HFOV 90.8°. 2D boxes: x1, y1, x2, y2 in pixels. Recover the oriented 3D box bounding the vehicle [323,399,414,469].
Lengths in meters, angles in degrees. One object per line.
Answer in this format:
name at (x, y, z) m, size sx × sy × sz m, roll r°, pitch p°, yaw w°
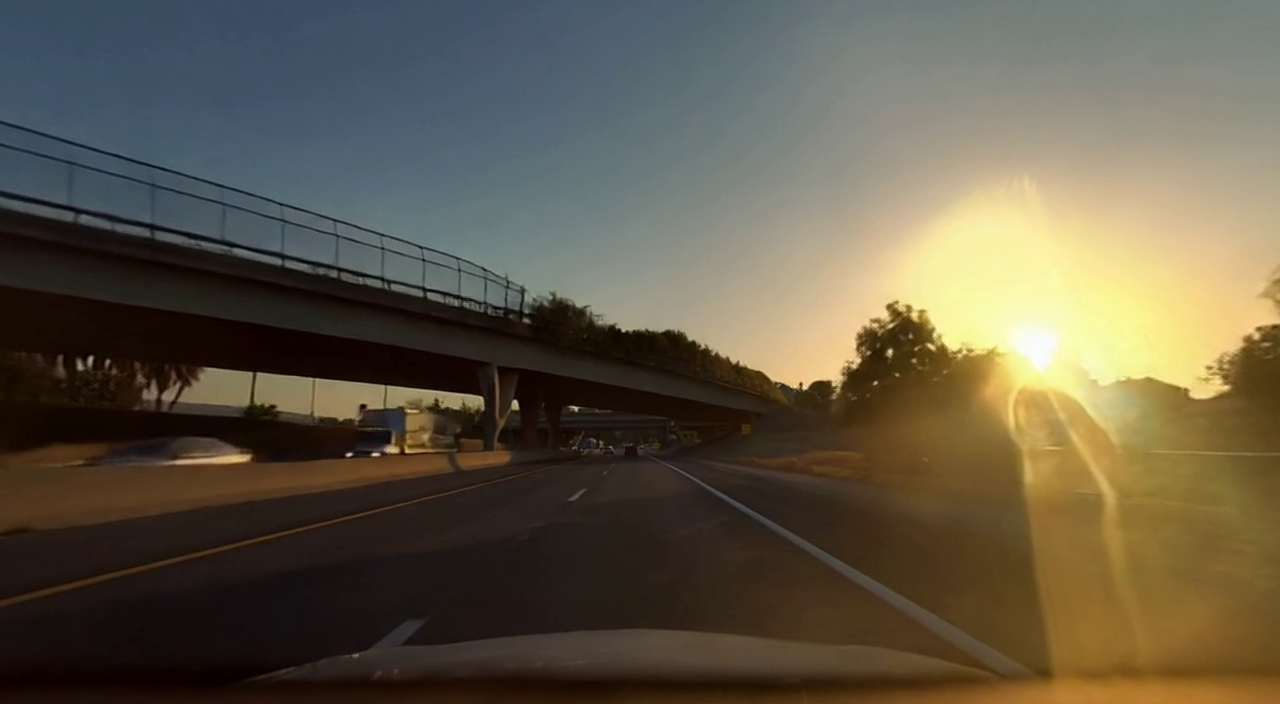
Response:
vehicle at (-16.517, 5.130, 38.886) m, size 3.025 × 3.932 × 5.813 m, roll 0°, pitch -9°, yaw -1°
